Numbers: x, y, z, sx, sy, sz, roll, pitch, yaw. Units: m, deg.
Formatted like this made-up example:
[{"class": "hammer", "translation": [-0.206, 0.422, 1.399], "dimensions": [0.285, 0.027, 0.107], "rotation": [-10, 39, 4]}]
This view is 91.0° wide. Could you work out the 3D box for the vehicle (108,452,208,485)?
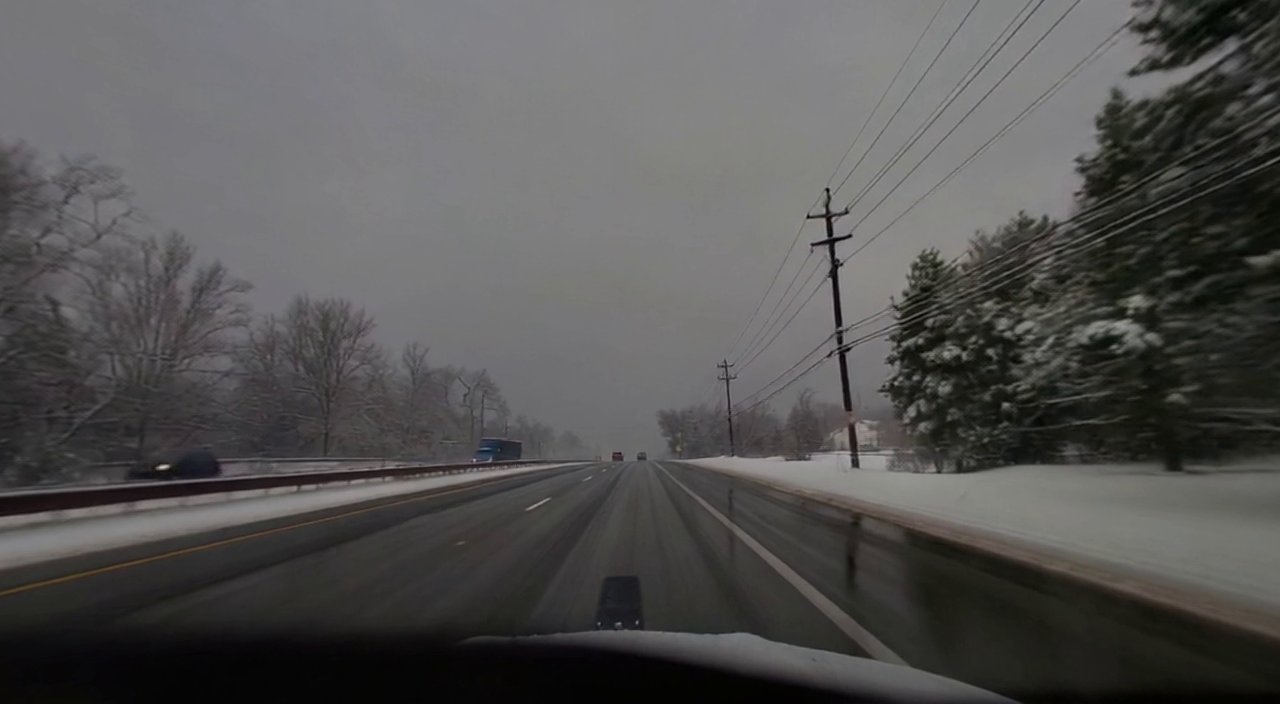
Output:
[{"class": "vehicle", "translation": [-26.711, 6.451, 35.128], "dimensions": [1.985, 1.659, 4.578], "rotation": [0, -9, 0]}]
